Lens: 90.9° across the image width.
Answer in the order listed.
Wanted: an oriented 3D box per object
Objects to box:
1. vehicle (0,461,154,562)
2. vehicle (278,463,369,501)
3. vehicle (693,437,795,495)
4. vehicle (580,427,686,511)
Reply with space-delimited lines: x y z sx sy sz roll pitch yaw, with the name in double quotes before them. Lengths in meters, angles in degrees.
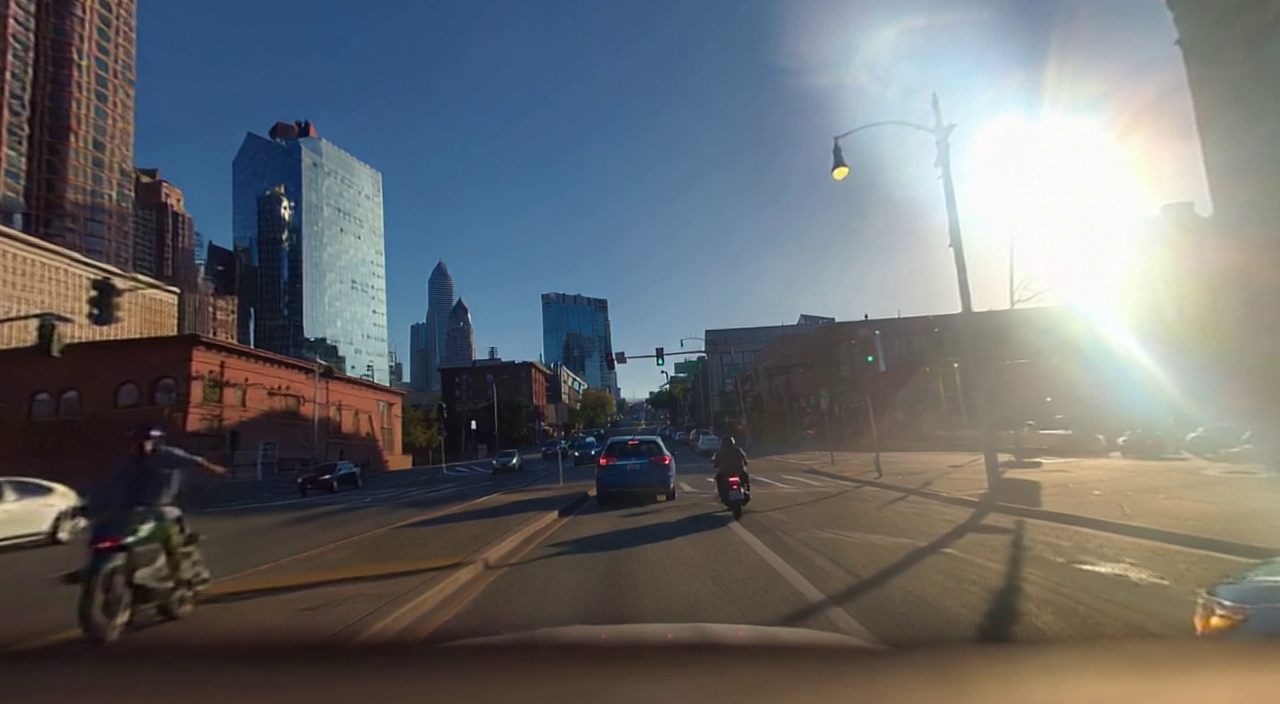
"vehicle" -13.001 3.286 13.448 1.871 1.786 4.386 0 -9 -3
"vehicle" -14.698 6.042 29.647 1.963 1.492 4.885 0 -9 -3
"vehicle" 2.922 3.332 18.806 2.101 1.507 4.355 0 -9 -3
"vehicle" -0.131 2.813 15.573 2.265 1.748 4.130 0 -9 1
